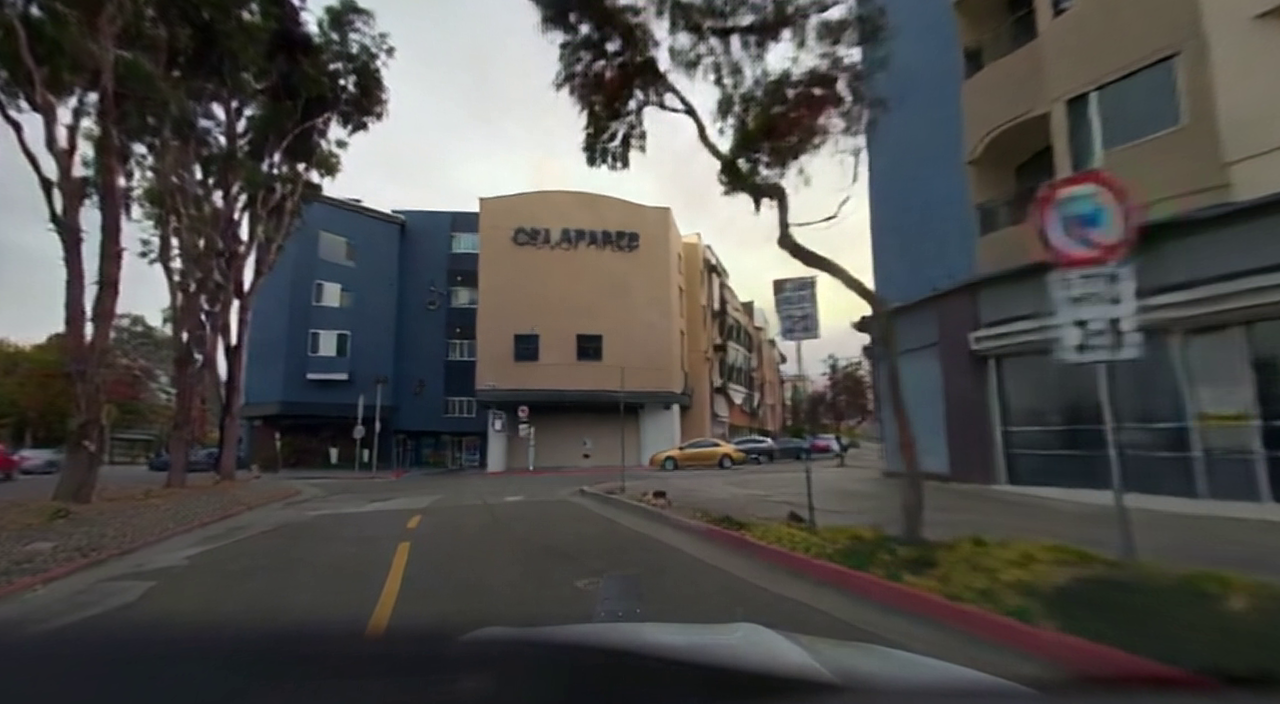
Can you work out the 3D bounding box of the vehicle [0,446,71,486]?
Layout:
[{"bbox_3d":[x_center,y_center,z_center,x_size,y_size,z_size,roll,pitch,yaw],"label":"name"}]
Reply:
[{"bbox_3d":[-35.169,6.502,36.239,1.870,1.563,4.039,18,-11,-19],"label":"vehicle"}]
